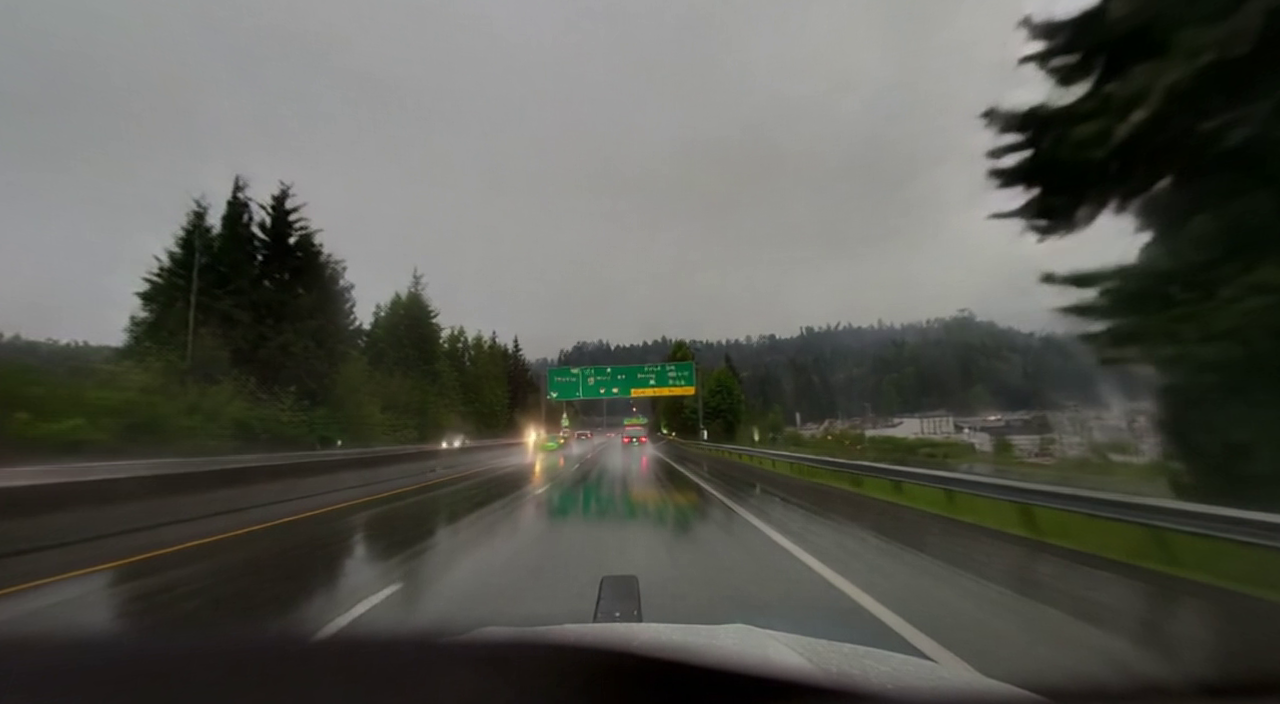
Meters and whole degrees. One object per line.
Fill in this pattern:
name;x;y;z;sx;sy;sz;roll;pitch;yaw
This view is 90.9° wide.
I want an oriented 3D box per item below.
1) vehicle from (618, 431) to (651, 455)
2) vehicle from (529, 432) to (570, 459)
vehicle;-0.377;6.192;43.128;2.139;1.561;4.060;0;-8;-1
vehicle;-5.235;5.426;36.776;1.959;1.514;3.668;0;-8;-2
